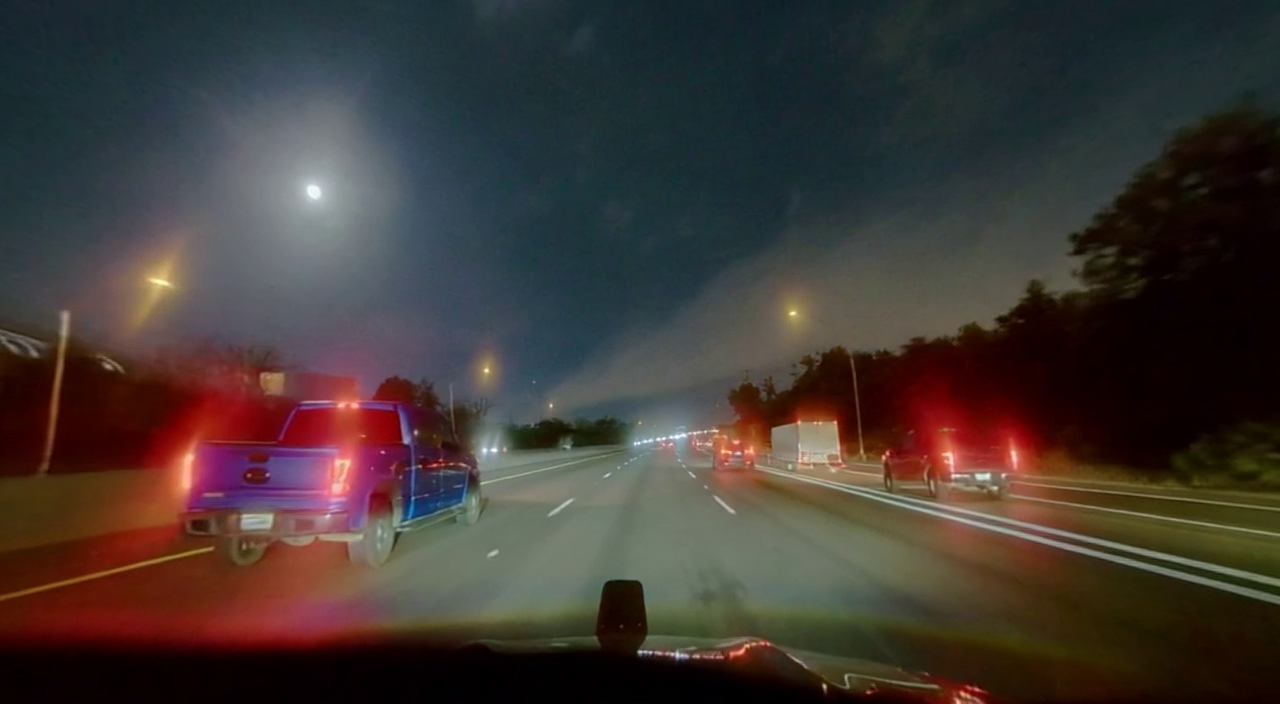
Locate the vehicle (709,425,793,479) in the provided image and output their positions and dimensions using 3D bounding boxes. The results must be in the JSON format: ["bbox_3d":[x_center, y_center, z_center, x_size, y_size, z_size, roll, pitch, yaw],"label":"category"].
[{"bbox_3d":[4.528,4.206,26.791,2.505,2.020,5.532,0,-8,0],"label":"vehicle"}]

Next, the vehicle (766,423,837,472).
[{"bbox_3d":[8.202,4.931,32.715,2.229,2.317,5.399,0,-8,0],"label":"vehicle"}]
